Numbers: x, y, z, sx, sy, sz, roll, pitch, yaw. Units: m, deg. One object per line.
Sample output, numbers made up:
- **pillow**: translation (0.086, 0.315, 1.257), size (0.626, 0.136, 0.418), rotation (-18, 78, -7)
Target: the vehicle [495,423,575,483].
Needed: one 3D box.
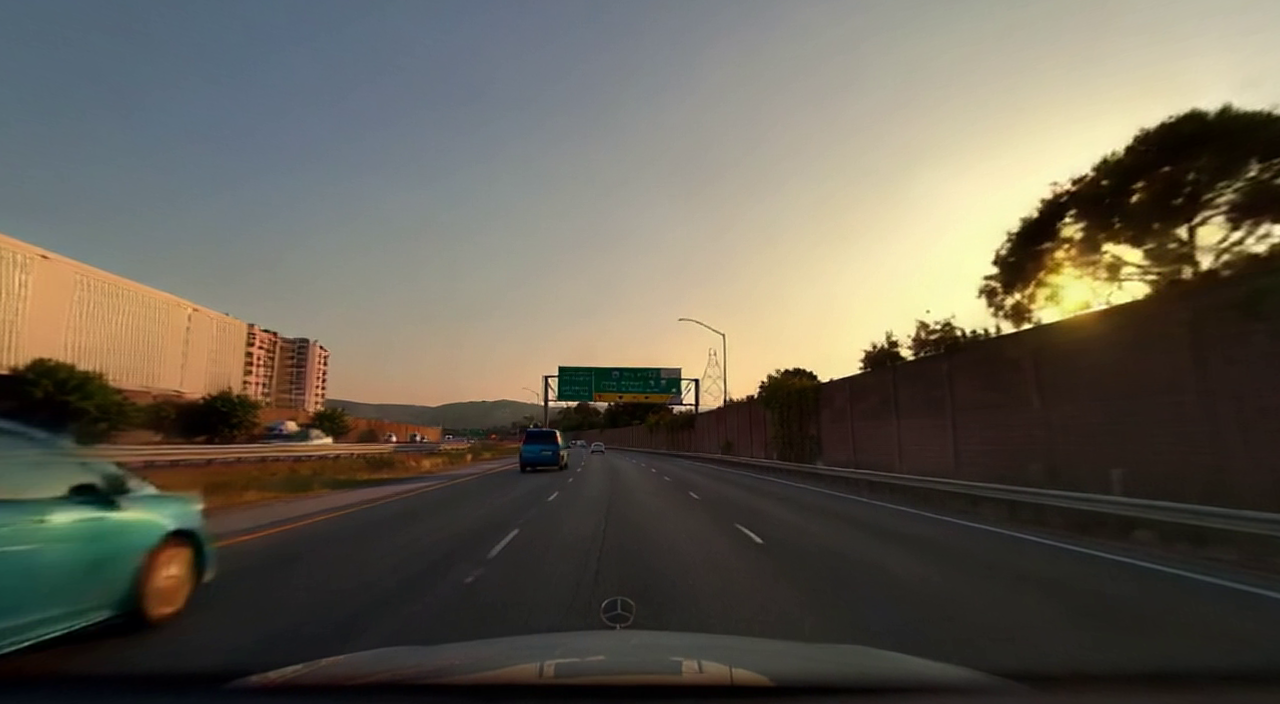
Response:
- **vehicle**: translation (-3.669, 3.636, 22.940), size (2.260, 1.901, 4.665), rotation (0, -8, -2)

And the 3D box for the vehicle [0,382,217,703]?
- **vehicle**: translation (-3.988, 0.844, 2.317), size (2.045, 1.547, 4.162), rotation (0, -8, -2)
